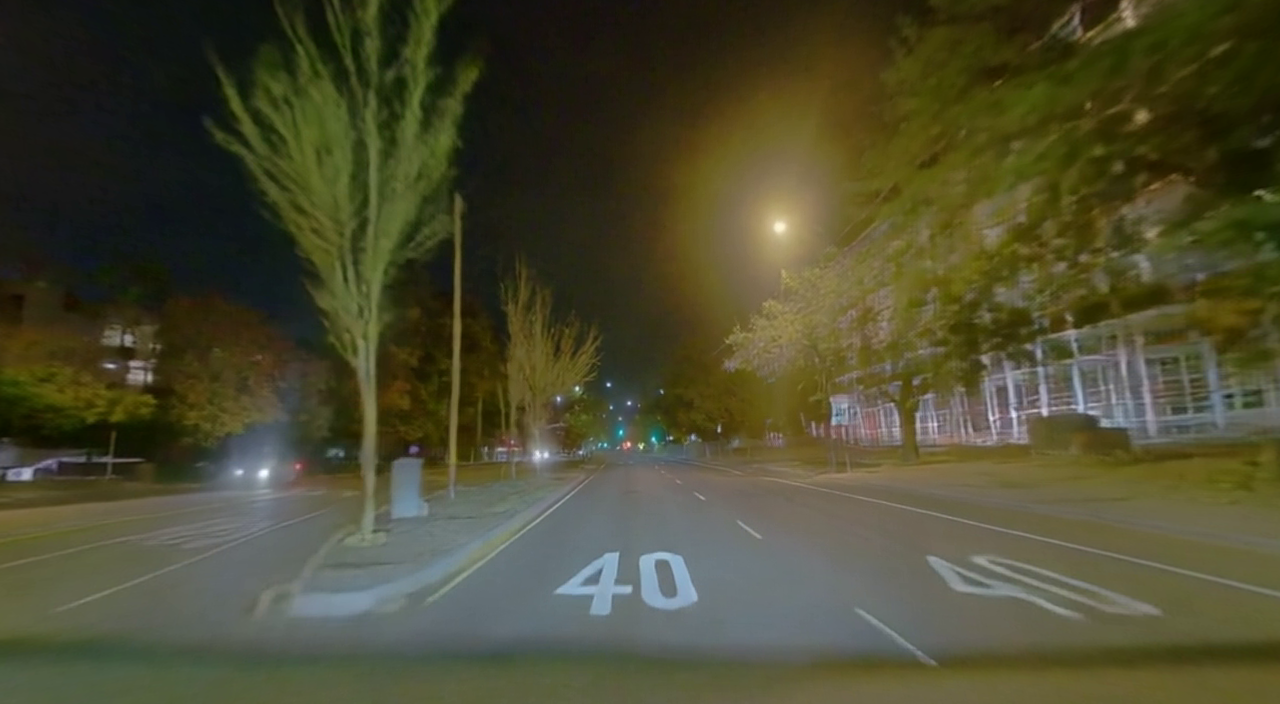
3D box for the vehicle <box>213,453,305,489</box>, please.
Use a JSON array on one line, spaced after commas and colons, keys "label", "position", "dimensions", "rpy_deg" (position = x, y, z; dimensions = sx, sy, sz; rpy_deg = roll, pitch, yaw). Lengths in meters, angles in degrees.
[{"label": "vehicle", "position": [-18.420, 5.757, 30.822], "dimensions": [1.877, 1.557, 4.423], "rpy_deg": [0, -9, -3]}]
